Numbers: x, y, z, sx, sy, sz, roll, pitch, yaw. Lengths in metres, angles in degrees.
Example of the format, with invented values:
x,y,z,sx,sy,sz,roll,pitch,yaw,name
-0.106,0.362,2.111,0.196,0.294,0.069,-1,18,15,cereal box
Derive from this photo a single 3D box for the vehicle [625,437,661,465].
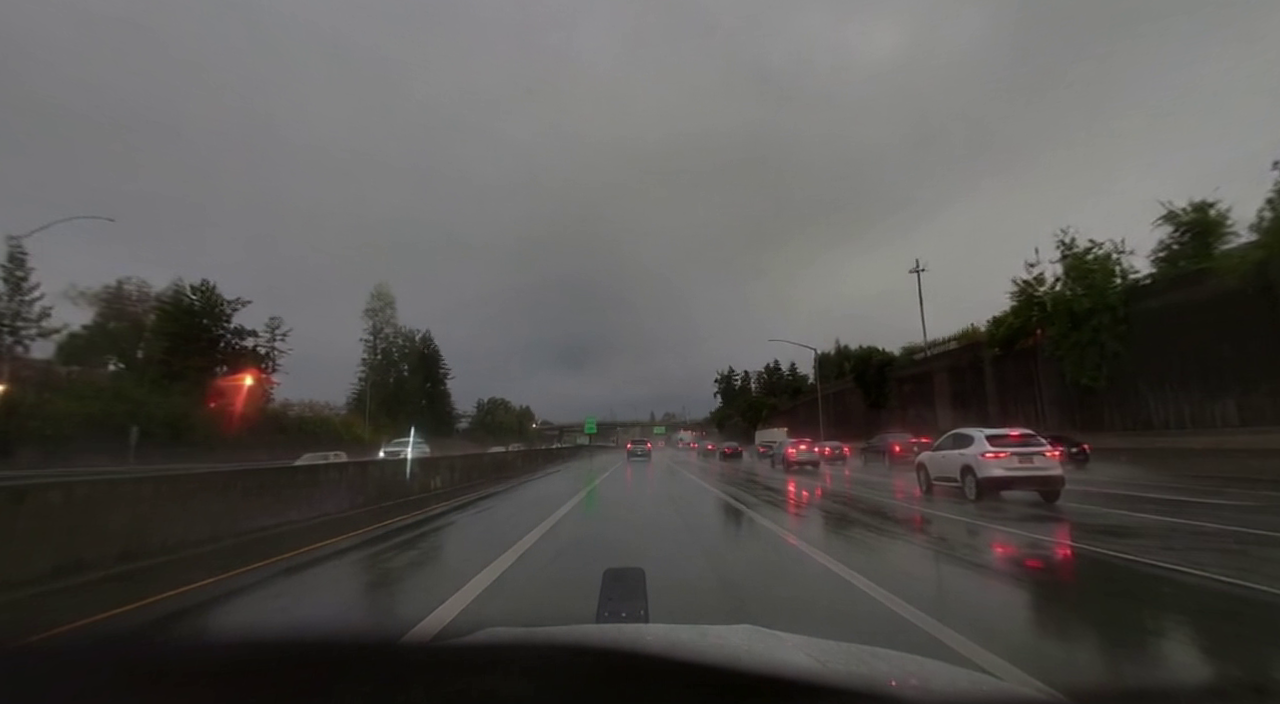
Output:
x,y,z,sx,sy,sz,roll,pitch,yaw,name
0.185,6.186,39.403,2.124,1.639,4.122,0,-8,0,vehicle

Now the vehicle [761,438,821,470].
x,y,z,sx,sy,sz,roll,pitch,yaw,name
7.665,5.213,32.399,1.919,1.476,4.303,0,-8,-1,vehicle

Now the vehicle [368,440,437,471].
x,y,z,sx,sy,sz,roll,pitch,yaw,name
-15.031,6.587,40.312,2.250,1.805,5.631,0,-8,0,vehicle

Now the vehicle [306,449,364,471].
x,y,z,sx,sy,sz,roll,pitch,yaw,name
-22.412,7.923,46.560,1.977,1.461,4.638,0,-8,0,vehicle

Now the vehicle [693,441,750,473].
x,y,z,sx,sy,sz,roll,pitch,yaw,name
3.901,5.069,30.795,2.118,1.438,4.312,0,-8,-1,vehicle

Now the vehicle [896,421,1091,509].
x,y,z,sx,sy,sz,roll,pitch,yaw,name
7.795,2.527,14.517,1.986,1.703,4.226,0,-8,0,vehicle
